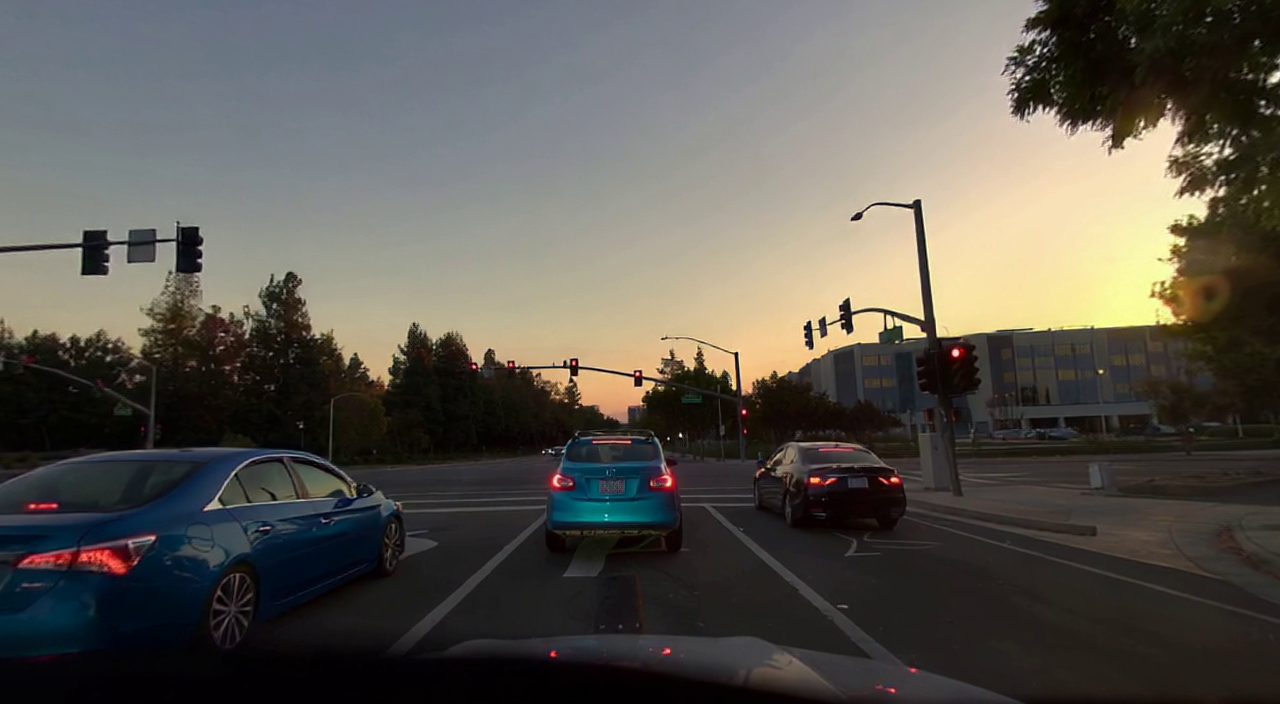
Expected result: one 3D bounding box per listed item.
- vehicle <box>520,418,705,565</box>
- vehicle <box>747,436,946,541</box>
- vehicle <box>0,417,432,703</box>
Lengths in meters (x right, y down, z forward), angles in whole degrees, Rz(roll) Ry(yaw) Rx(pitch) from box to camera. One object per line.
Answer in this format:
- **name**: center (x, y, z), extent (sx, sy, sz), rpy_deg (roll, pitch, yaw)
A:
- **vehicle**: center (-0.339, 1.829, 8.967), extent (2.038, 1.599, 3.844), rpy_deg (0, -8, -1)
- **vehicle**: center (3.291, 2.258, 11.170), extent (1.970, 1.449, 4.433), rpy_deg (0, -8, -1)
- **vehicle**: center (-3.573, 1.398, 5.419), extent (2.052, 1.472, 4.479), rpy_deg (0, -8, 0)
